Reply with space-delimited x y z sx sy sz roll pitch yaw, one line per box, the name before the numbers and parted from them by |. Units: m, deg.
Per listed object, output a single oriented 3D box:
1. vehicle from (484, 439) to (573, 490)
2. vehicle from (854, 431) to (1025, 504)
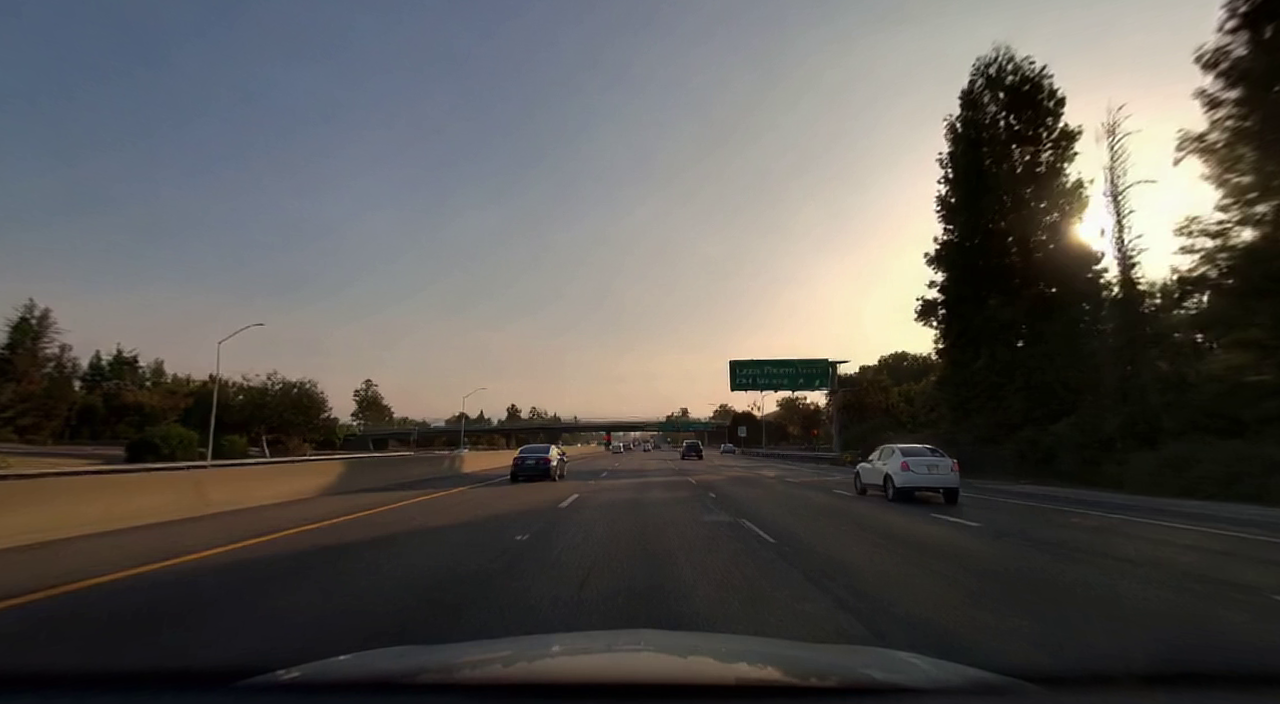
vehicle | -3.653 3.792 21.528 2.055 1.533 4.604 0 -8 2
vehicle | 7.477 2.927 16.376 2.032 1.601 4.863 0 -8 0
